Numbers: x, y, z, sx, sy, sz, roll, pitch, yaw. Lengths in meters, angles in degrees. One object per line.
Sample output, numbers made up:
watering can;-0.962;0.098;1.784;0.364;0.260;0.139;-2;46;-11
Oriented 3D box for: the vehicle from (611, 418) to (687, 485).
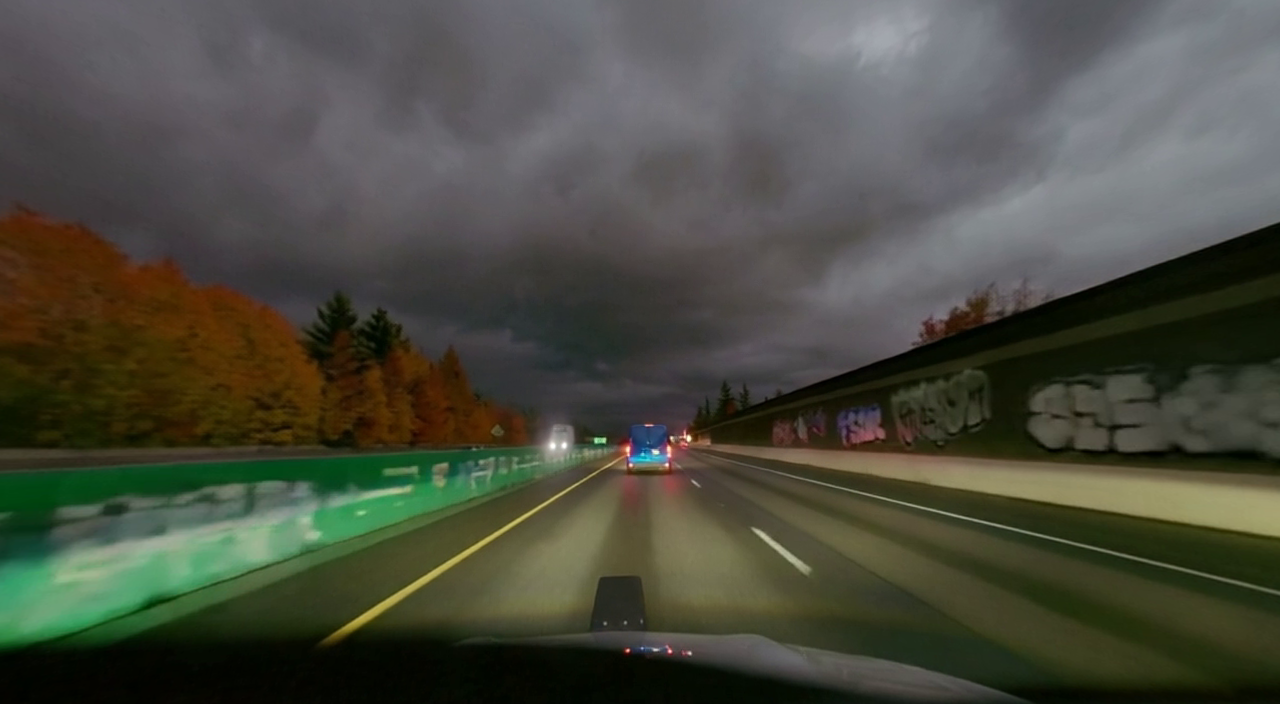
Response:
vehicle;0.254;3.294;21.032;2.283;1.956;4.421;0;-8;0
